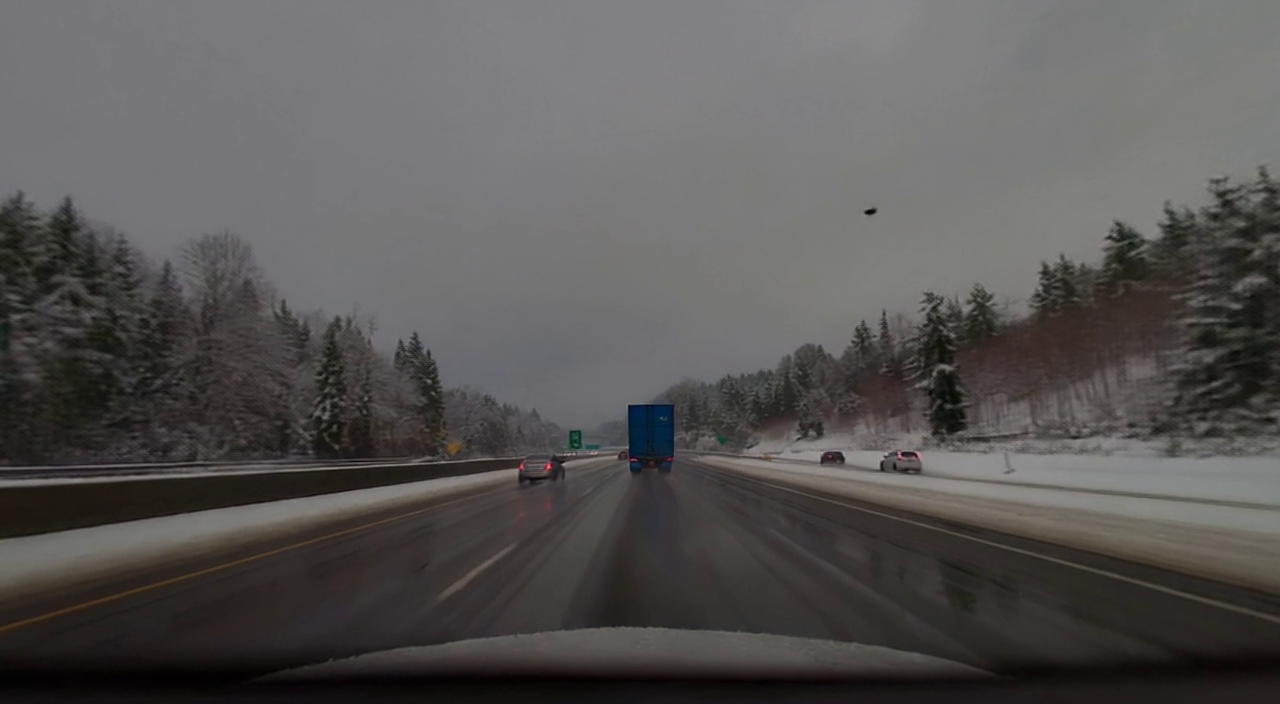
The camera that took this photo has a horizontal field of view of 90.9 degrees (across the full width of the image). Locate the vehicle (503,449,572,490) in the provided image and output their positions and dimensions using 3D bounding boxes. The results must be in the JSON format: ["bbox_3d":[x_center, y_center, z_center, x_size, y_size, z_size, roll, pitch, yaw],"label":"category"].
[{"bbox_3d":[-3.959,4.598,25.099,1.931,1.466,4.458,0,-9,1],"label":"vehicle"}]

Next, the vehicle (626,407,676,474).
[{"bbox_3d":[0.790,6.222,43.793,3.022,4.072,10.318,0,-9,1],"label":"vehicle"}]

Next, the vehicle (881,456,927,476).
[{"bbox_3d":[20.247,8.706,48.431,1.857,1.407,3.719,0,-9,0],"label":"vehicle"}]
